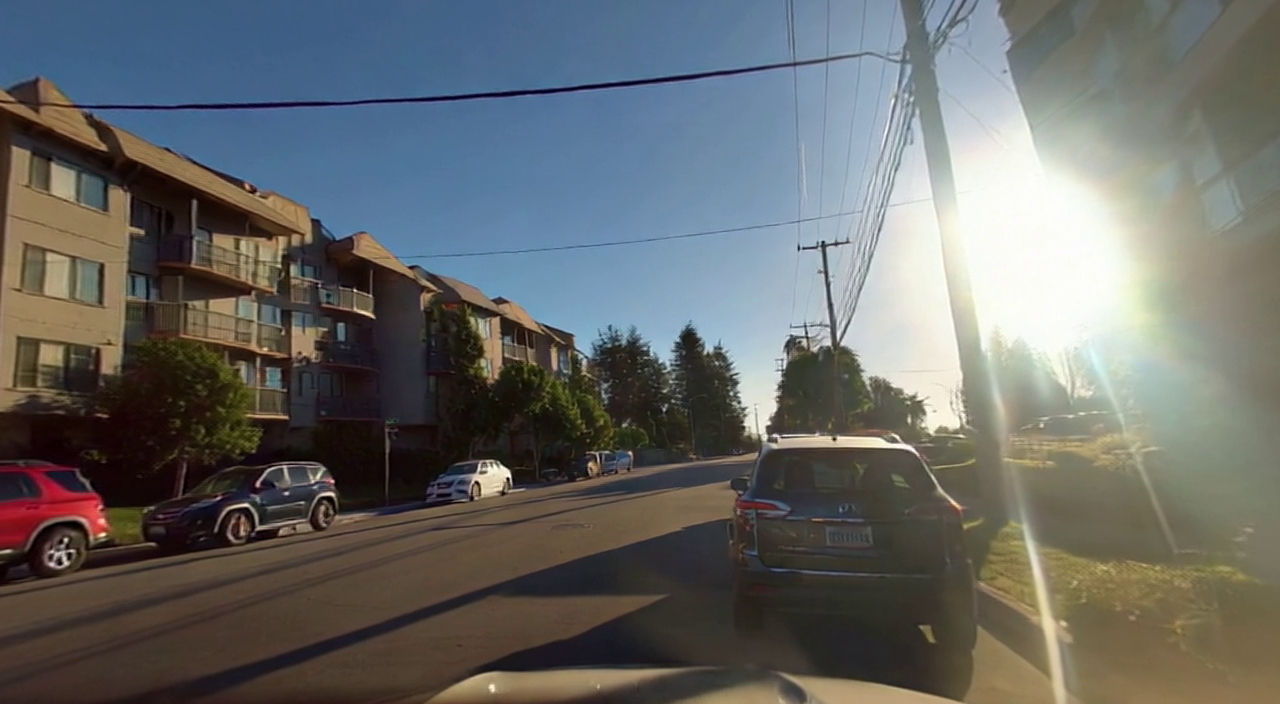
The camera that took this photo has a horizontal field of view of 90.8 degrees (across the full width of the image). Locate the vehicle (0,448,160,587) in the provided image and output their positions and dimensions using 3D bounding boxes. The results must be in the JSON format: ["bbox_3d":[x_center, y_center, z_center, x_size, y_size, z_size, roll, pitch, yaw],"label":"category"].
[{"bbox_3d":[-9.646,2.345,8.474,1.973,1.848,5.100,-9,-12,9],"label":"vehicle"}]

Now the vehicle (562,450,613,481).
[{"bbox_3d":[-3.242,7.141,40.025,2.011,1.801,4.676,-2,-9,12],"label":"vehicle"}]

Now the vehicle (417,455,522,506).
[{"bbox_3d":[-6.622,5.033,25.074,2.017,1.582,4.664,-9,-12,11],"label":"vehicle"}]

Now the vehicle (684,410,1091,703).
[{"bbox_3d":[1.770,1.436,5.731,2.030,1.535,4.683,-2,-9,12],"label":"vehicle"}]

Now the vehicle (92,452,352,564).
[{"bbox_3d":[-8.576,3.205,13.611,2.068,1.745,4.579,-9,-11,8],"label":"vehicle"}]
